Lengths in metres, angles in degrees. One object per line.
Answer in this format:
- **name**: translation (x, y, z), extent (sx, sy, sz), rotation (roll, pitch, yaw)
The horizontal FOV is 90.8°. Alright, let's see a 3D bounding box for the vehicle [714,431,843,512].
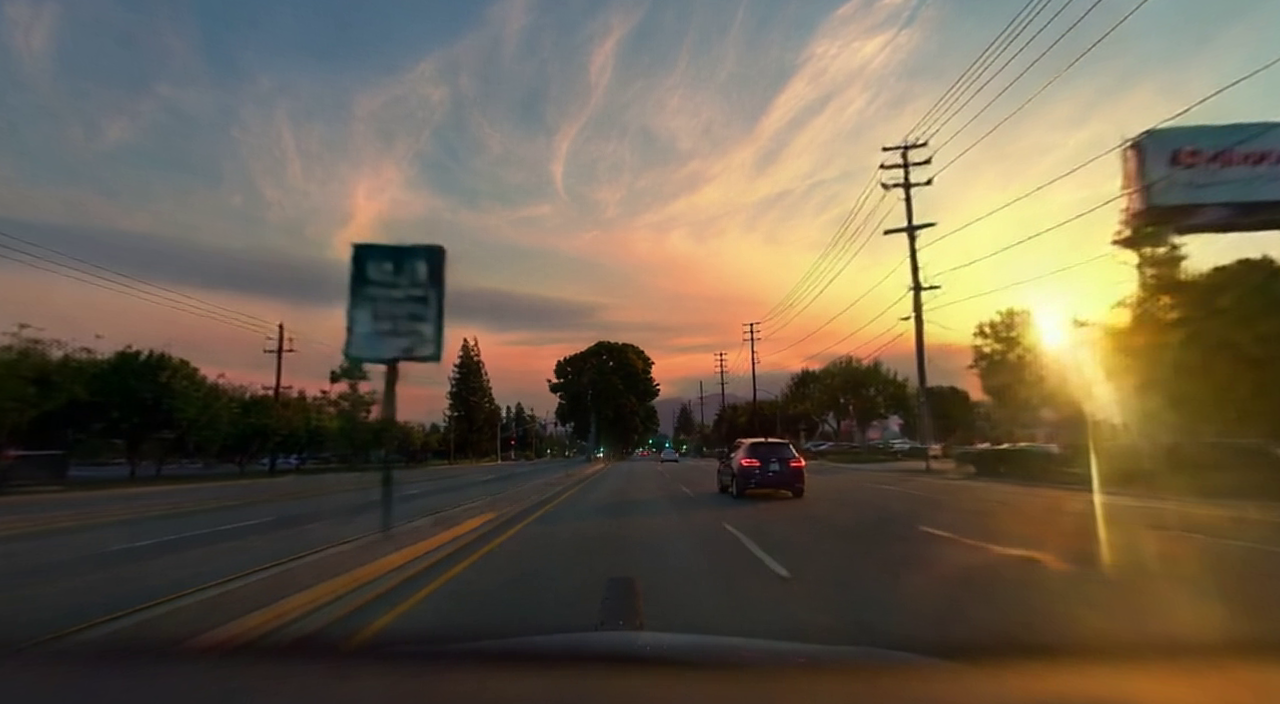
- **vehicle**: translation (3.141, 2.821, 15.334), extent (2.078, 1.668, 4.078), rotation (0, -9, -2)
